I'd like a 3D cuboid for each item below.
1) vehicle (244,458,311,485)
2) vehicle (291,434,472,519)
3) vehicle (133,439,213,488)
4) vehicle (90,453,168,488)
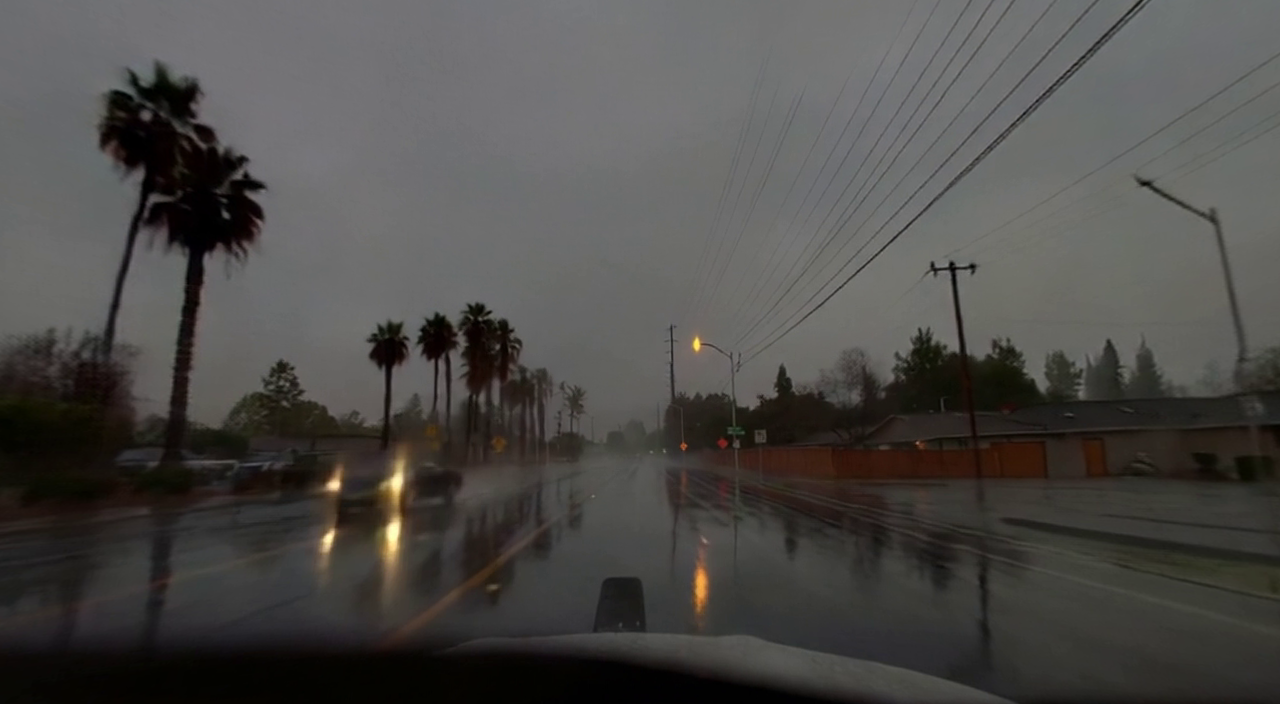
[{"bbox_3d":[-25.913,8.527,45.109,4.546,1.479,2.103,-10,-10,28],"label":"vehicle"},{"bbox_3d":[-6.361,3.128,16.602,2.139,1.794,5.925,0,-9,1],"label":"vehicle"},{"bbox_3d":[-31.529,7.389,42.565,3.668,2.687,5.473,1,-6,-43],"label":"vehicle"},{"bbox_3d":[-29.350,6.809,36.238,4.687,1.649,1.993,-8,-6,30],"label":"vehicle"}]
